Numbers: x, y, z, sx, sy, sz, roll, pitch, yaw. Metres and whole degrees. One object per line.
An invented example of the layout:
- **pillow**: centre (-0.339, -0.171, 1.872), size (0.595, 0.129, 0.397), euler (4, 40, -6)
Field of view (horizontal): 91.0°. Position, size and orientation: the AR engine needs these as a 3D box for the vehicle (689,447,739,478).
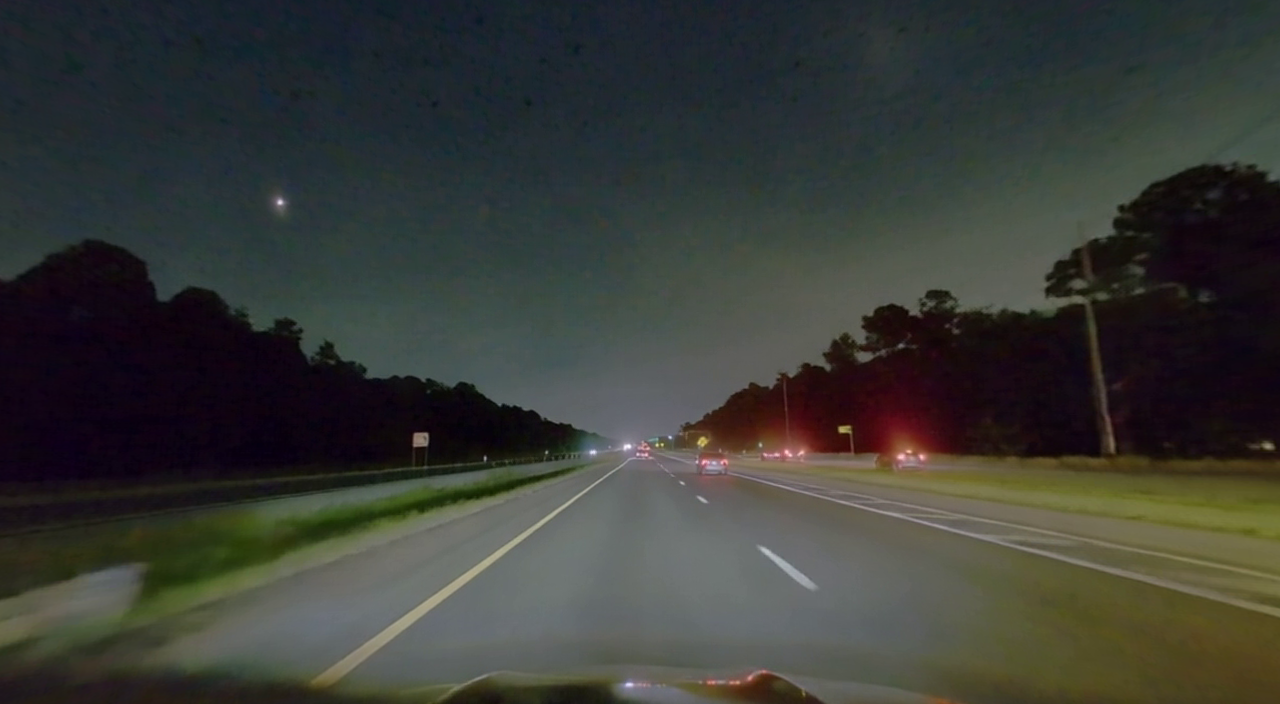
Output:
- **vehicle**: centre (3.922, 5.919, 33.906), size (2.115, 1.522, 4.330), euler (0, -9, -1)
